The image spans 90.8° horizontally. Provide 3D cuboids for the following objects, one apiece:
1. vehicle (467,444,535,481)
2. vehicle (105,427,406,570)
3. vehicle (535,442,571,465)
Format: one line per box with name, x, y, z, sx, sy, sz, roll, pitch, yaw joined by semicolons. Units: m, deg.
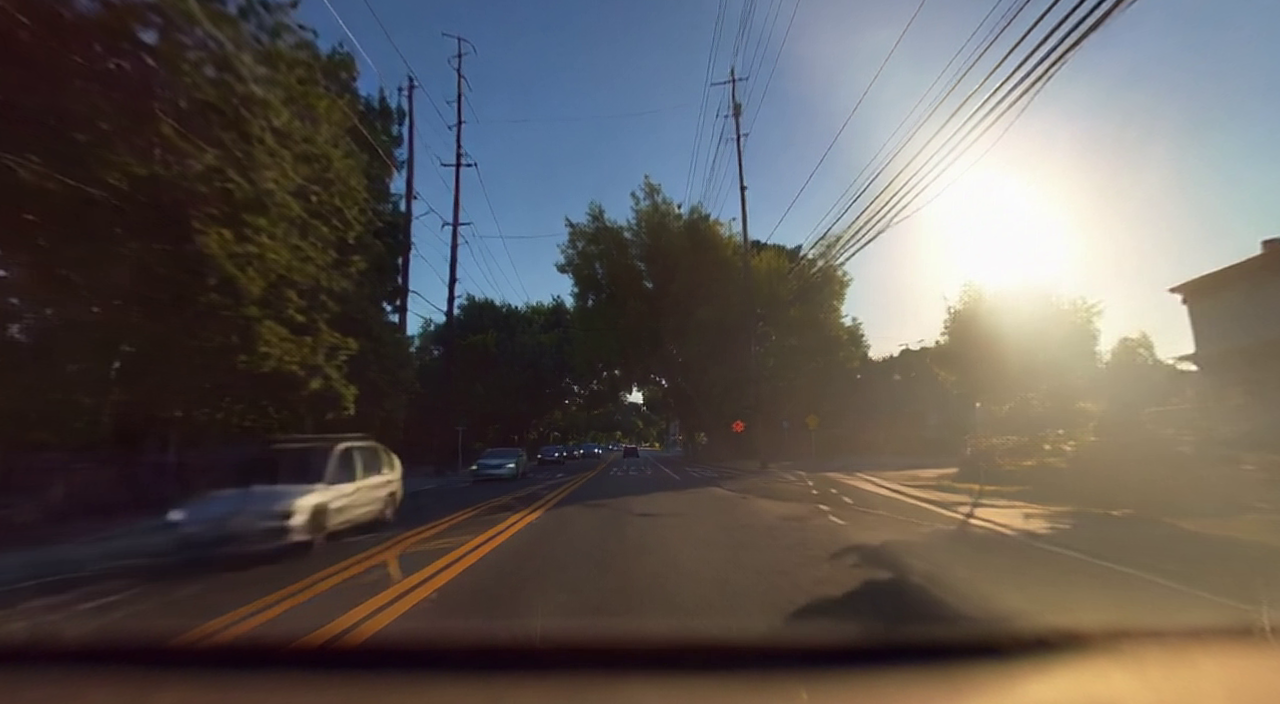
vehicle;-6.124;4.921;28.403;2.043;1.484;4.532;0;-9;0
vehicle;-5.193;1.993;9.372;2.001;1.616;4.064;0;-9;-2
vehicle;-6.657;7.804;48.730;2.157;1.711;4.460;0;-9;0
